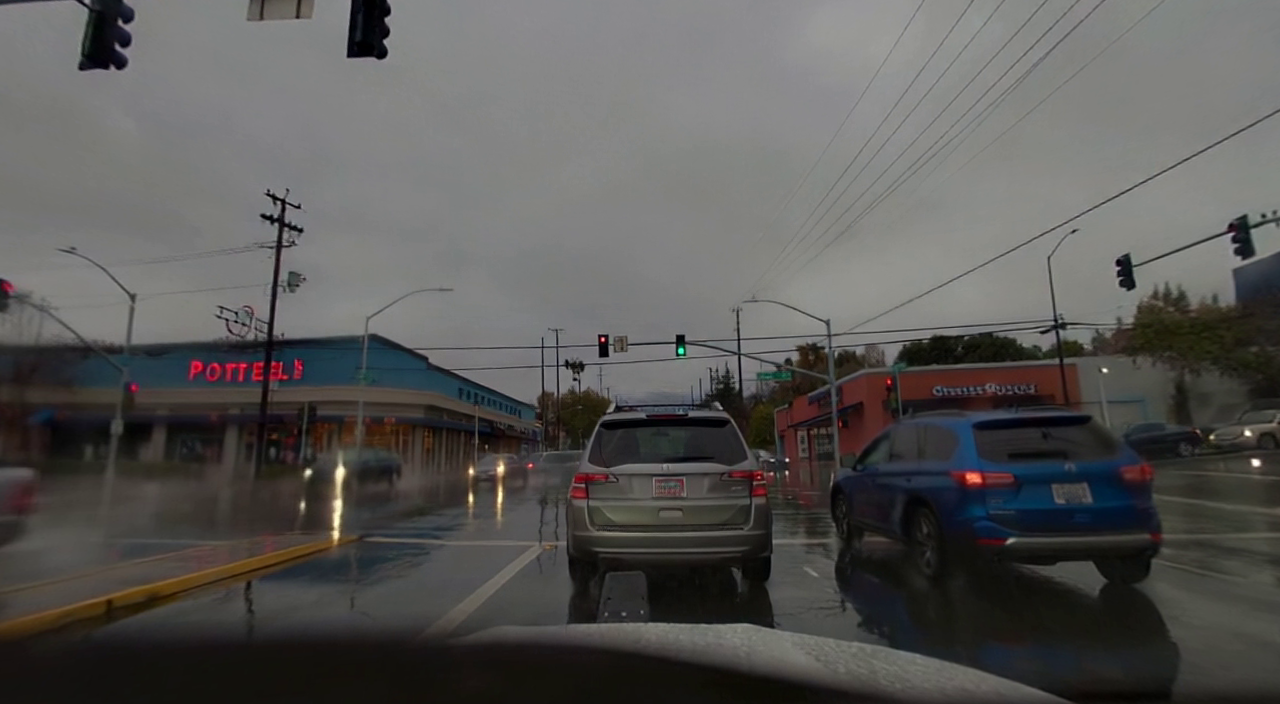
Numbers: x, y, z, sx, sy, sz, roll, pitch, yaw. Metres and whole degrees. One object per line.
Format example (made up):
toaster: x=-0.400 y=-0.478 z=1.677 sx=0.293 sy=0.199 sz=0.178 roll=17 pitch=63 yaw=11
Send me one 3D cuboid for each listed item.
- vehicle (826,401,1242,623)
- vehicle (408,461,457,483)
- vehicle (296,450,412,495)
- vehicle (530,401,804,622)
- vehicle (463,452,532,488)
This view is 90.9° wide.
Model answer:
vehicle: x=3.610 y=1.519 z=6.951 sx=1.976 sy=1.664 sz=4.189 roll=-1 pitch=-8 yaw=2
vehicle: x=-15.485 y=8.959 z=47.269 sx=1.875 sy=1.475 sz=4.449 roll=-1 pitch=-8 yaw=5
vehicle: x=-10.883 y=4.594 z=24.456 sx=1.958 sy=1.493 sz=4.795 roll=-1 pitch=-8 yaw=5
vehicle: x=0.262 y=1.508 z=6.821 sx=2.098 sy=1.682 sz=3.778 roll=0 pitch=-8 yaw=2
vehicle: x=-6.552 y=5.464 z=29.523 sx=1.924 sy=1.453 sz=4.343 roll=-1 pitch=-8 yaw=4
